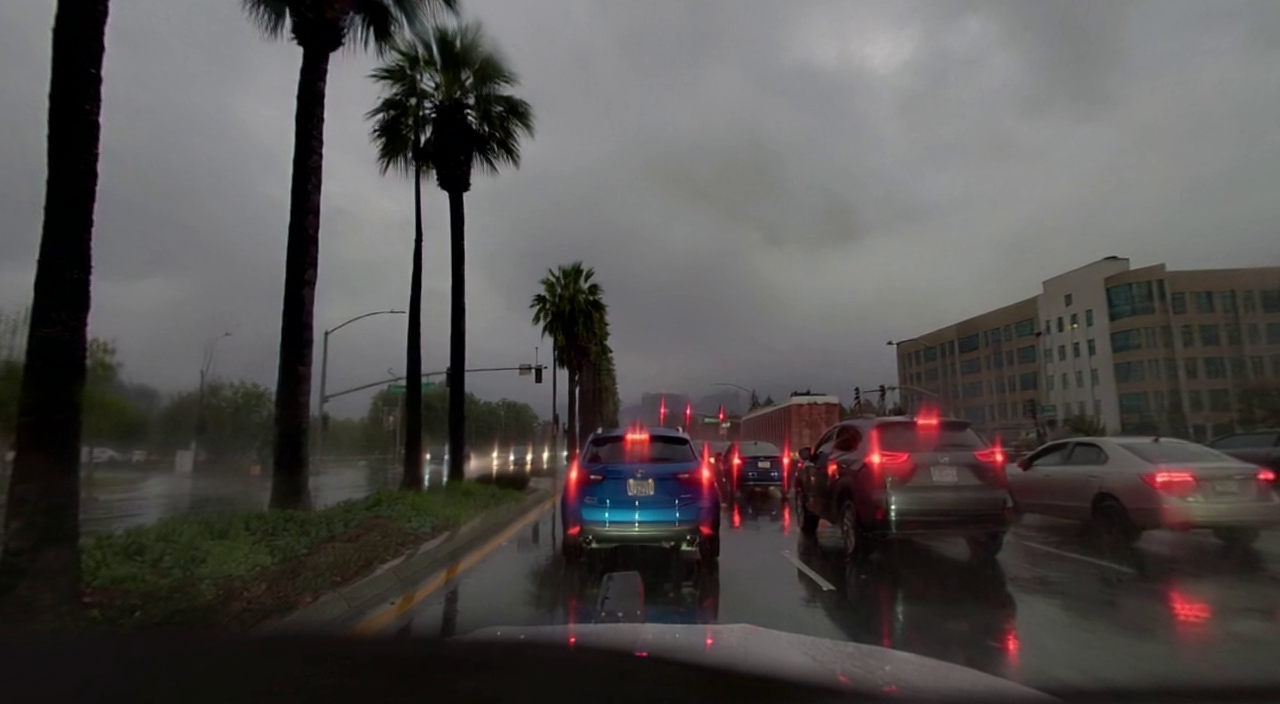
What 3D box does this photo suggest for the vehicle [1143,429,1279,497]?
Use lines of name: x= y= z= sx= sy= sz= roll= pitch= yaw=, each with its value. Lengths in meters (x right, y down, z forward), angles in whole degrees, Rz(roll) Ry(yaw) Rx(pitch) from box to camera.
vehicle: x=18.048 y=3.209 z=18.470 sx=4.786 sy=1.848 sz=2.107 roll=0 pitch=-9 yaw=-1

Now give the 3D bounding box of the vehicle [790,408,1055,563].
vehicle: x=3.671 y=1.820 z=9.242 sx=1.947 sy=1.725 sz=4.159 roll=0 pitch=-9 yaw=0

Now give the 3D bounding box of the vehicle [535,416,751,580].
vehicle: x=0.026 y=1.719 z=8.190 sx=2.083 sy=1.572 sz=4.021 roll=0 pitch=-9 yaw=0

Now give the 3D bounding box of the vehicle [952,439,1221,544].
vehicle: x=7.354 y=2.292 z=11.037 sx=1.832 sy=1.477 sz=3.981 roll=0 pitch=-9 yaw=1

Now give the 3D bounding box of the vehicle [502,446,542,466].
vehicle: x=-9.170 y=8.121 z=49.394 sx=2.168 sy=1.462 sz=4.505 roll=0 pitch=-9 yaw=1

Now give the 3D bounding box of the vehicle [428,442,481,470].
vehicle: x=-12.435 y=7.016 z=42.626 sx=2.180 sy=1.776 sz=4.521 roll=0 pitch=-9 yaw=0
